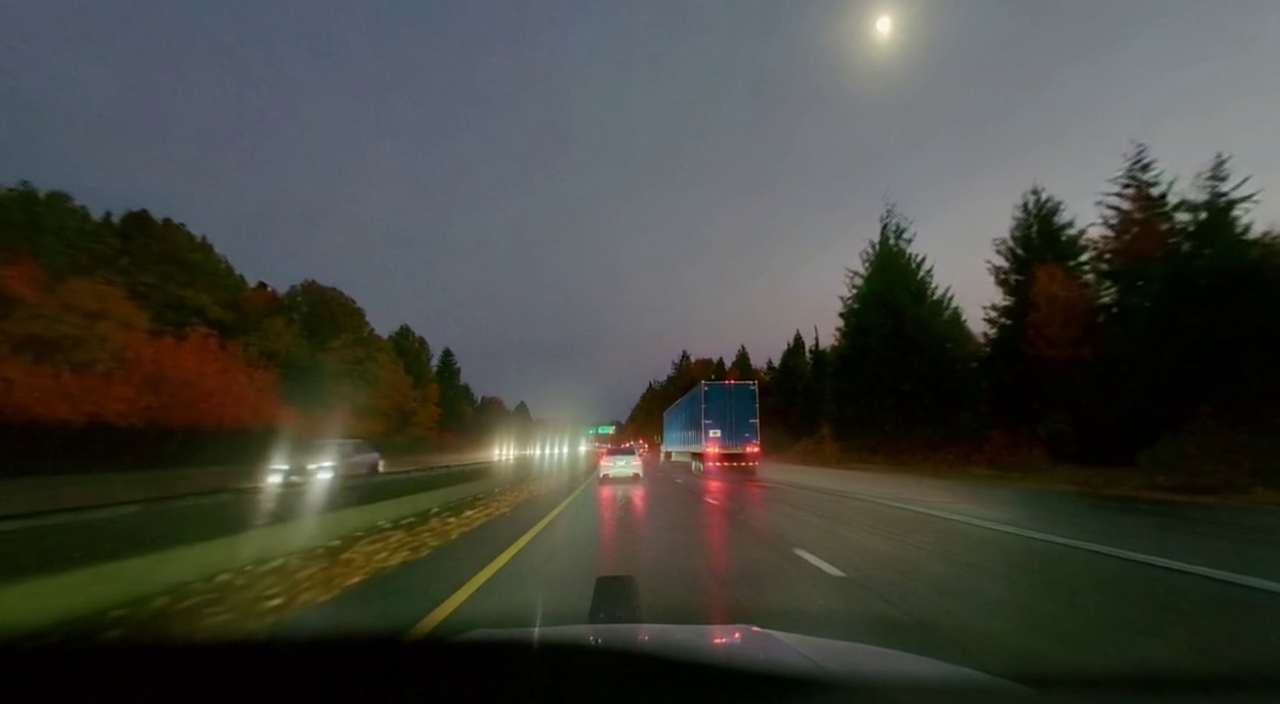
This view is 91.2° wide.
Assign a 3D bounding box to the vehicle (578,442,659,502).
[{"bbox_3d":[-0.591,3.437,18.283,2.099,1.506,4.097,-1,-9,-1],"label":"vehicle"}]

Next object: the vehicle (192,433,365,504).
[{"bbox_3d":[-8.956,2.928,16.059,1.920,1.541,4.248,-1,-9,0],"label":"vehicle"}]

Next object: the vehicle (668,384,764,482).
[{"bbox_3d":[3.440,4.462,33.089,2.900,4.013,14.455,0,-9,-1],"label":"vehicle"}]
